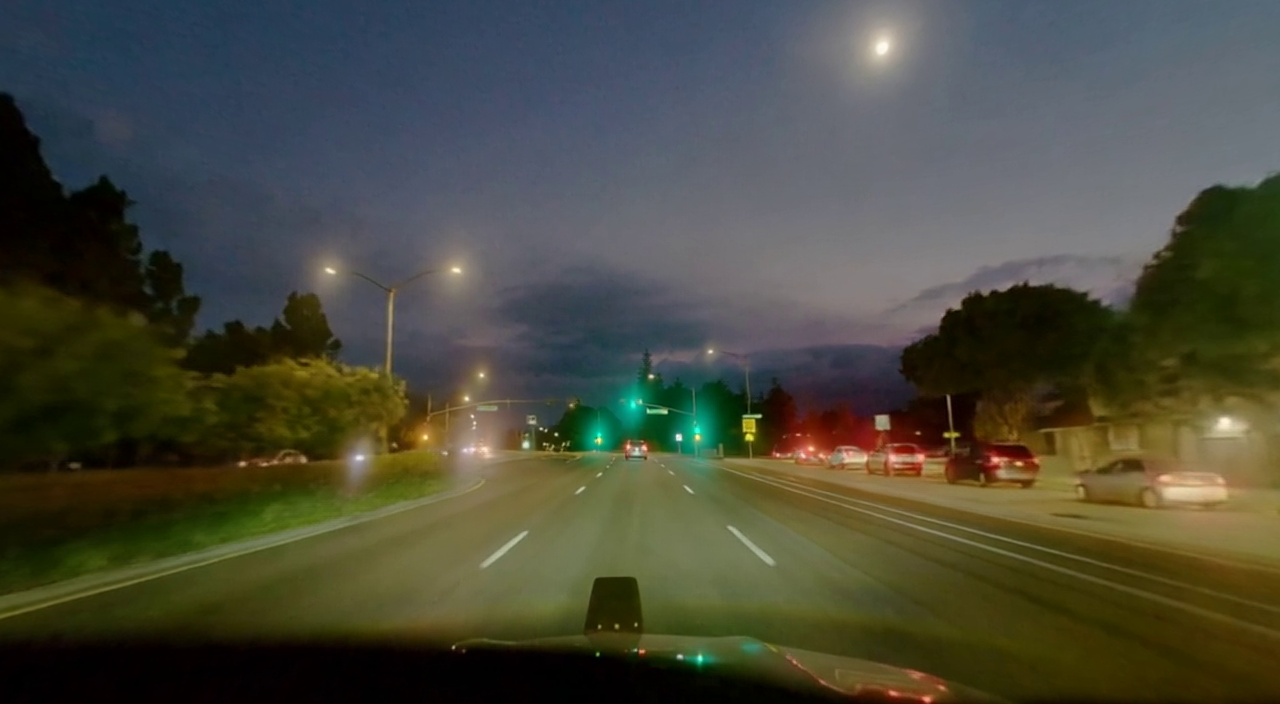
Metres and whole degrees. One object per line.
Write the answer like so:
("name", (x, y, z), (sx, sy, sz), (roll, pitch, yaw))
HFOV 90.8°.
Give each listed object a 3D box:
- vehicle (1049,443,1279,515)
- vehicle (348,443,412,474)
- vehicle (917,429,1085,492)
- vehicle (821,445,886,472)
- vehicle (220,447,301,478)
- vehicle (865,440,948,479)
("vehicle", (12.408, 3.008, 15.376), (1.836, 1.448, 4.624), (-1, -10, 1))
("vehicle", (-15.079, 6.176, 36.921), (1.857, 1.656, 4.514), (0, -9, 0))
("vehicle", (12.621, 3.908, 22.825), (2.386, 1.919, 6.109), (-1, -10, -1))
("vehicle", (12.413, 6.192, 37.043), (2.128, 1.467, 4.987), (0, -9, 1))
("vehicle", (-19.492, 5.658, 32.617), (1.784, 1.485, 3.829), (0, -8, 0))
("vehicle", (12.603, 5.082, 30.207), (1.976, 1.706, 4.354), (0, -9, 0))
